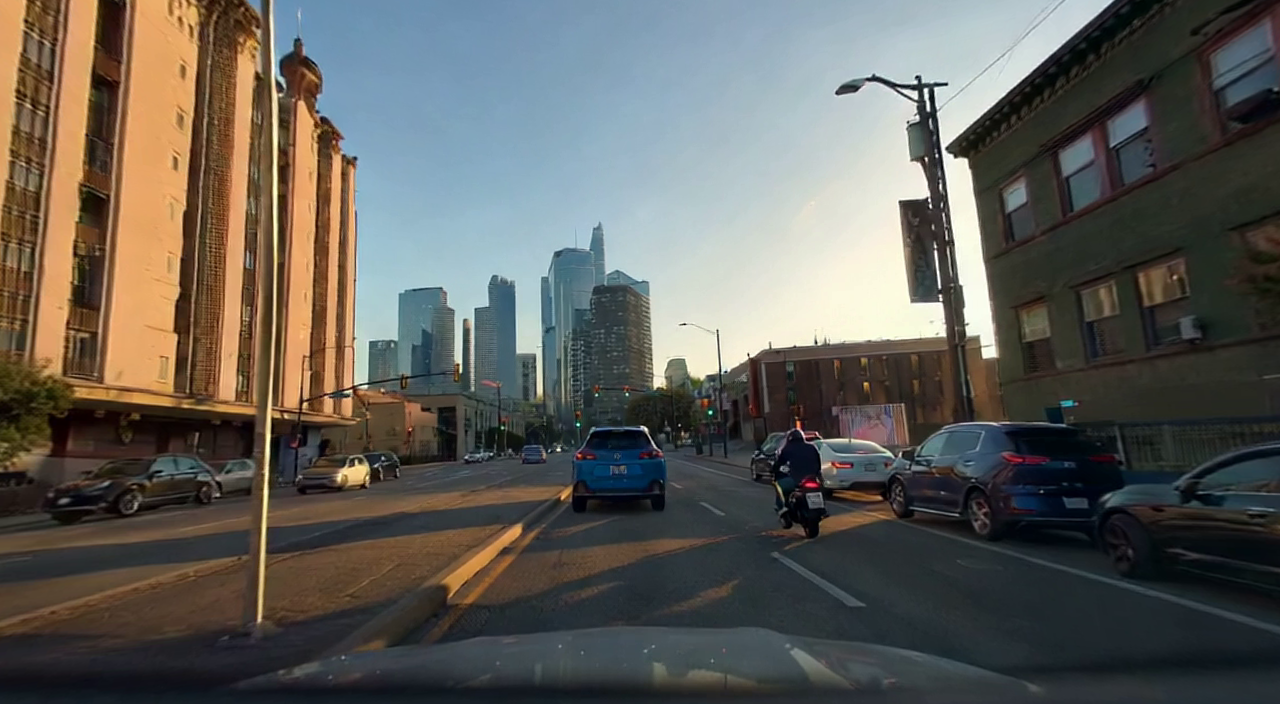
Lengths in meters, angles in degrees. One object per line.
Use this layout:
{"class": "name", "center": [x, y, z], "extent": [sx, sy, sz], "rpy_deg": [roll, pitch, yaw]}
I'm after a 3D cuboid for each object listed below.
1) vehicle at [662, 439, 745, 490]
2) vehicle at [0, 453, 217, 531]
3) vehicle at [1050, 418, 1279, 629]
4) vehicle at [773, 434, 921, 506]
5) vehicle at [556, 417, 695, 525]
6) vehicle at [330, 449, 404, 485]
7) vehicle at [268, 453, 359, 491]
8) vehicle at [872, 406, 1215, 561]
{"class": "vehicle", "center": [1.976, 3.704, 21.193], "extent": [2.101, 1.507, 4.355], "rpy_deg": [0, -9, -3]}
{"class": "vehicle", "center": [-13.883, 3.607, 16.916], "extent": [1.880, 1.702, 4.719], "rpy_deg": [0, -9, -2]}
{"class": "vehicle", "center": [5.552, 1.248, 4.604], "extent": [1.801, 1.516, 4.868], "rpy_deg": [0, -9, 0]}
{"class": "vehicle", "center": [4.985, 2.909, 16.018], "extent": [2.012, 1.532, 4.565], "rpy_deg": [0, -9, -3]}
{"class": "vehicle", "center": [-0.300, 2.265, 12.467], "extent": [2.265, 1.748, 4.130], "rpy_deg": [0, -9, -2]}
{"class": "vehicle", "center": [-15.237, 6.391, 35.486], "extent": [2.267, 1.831, 4.702], "rpy_deg": [0, -9, -4]}
{"class": "vehicle", "center": [-18.615, 6.831, 36.396], "extent": [2.400, 1.913, 6.066], "rpy_deg": [0, -9, -4]}
{"class": "vehicle", "center": [5.361, 1.796, 9.272], "extent": [2.094, 1.719, 4.150], "rpy_deg": [0, -9, -3]}
